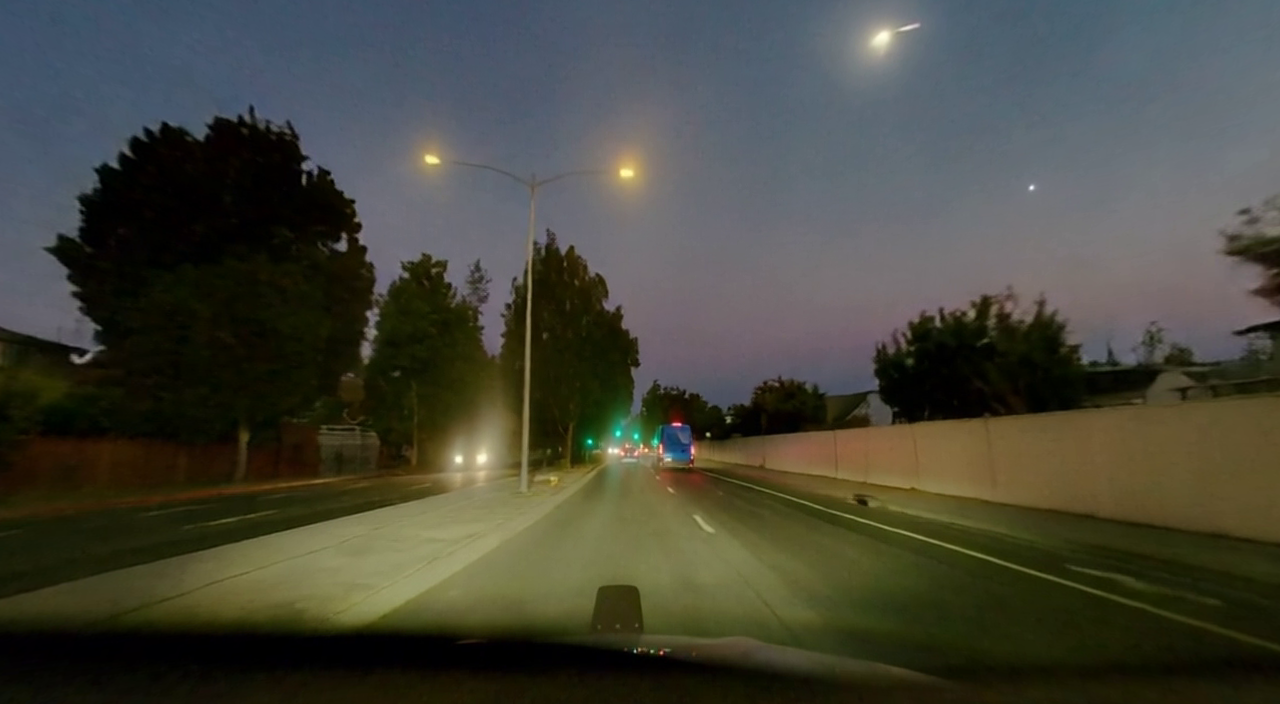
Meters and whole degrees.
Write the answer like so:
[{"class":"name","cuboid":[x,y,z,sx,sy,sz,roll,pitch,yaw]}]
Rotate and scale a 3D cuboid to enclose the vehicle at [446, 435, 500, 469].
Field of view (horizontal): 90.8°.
[{"class":"vehicle","cuboid":[-12.344,7.424,47.219,2.418,2.348,5.867,0,-8,0]}]
